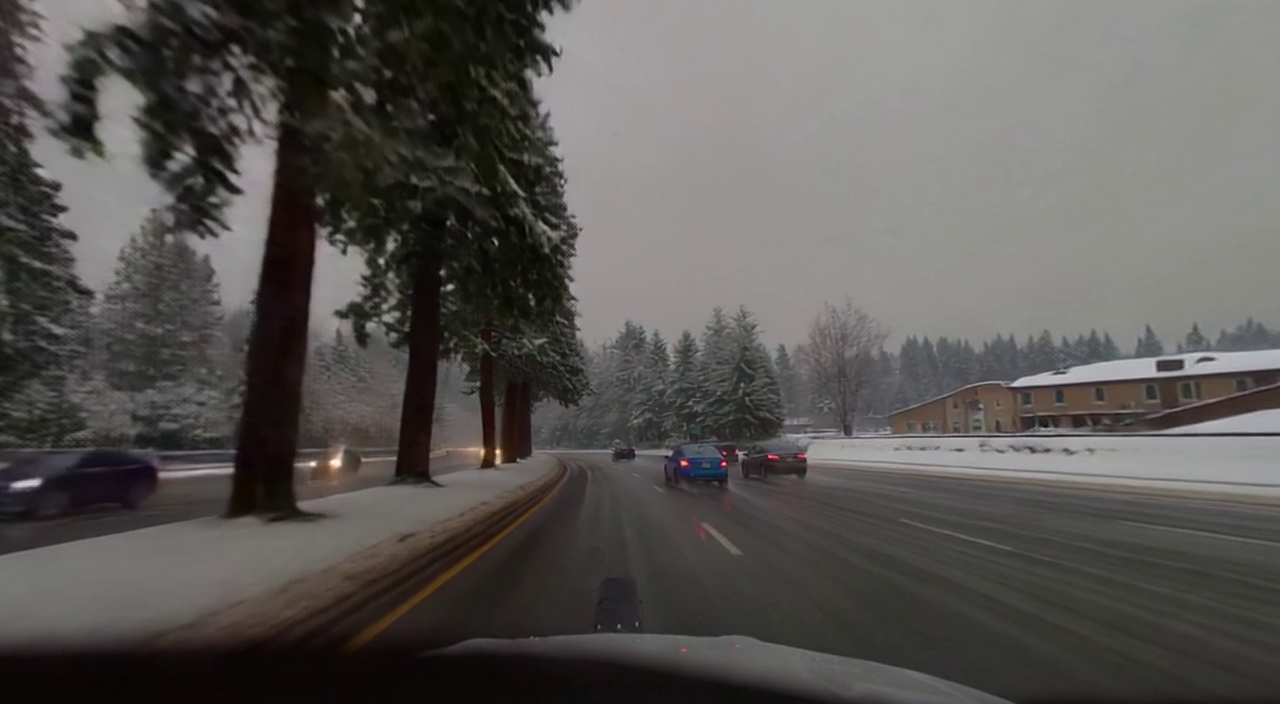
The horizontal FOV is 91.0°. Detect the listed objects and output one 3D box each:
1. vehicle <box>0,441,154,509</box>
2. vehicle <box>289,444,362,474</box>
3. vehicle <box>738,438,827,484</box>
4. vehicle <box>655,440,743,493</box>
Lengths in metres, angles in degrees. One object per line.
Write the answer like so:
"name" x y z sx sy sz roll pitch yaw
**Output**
"vehicle" -15.107 3.019 16.018 1.926 1.483 4.651 0 -8 -3
"vehicle" -16.608 5.643 33.513 1.891 1.475 4.659 0 -8 -5
"vehicle" 5.037 3.921 22.958 1.901 1.474 4.363 0 -8 -5
"vehicle" 1.726 3.572 20.082 2.077 1.464 4.134 0 -8 -5
